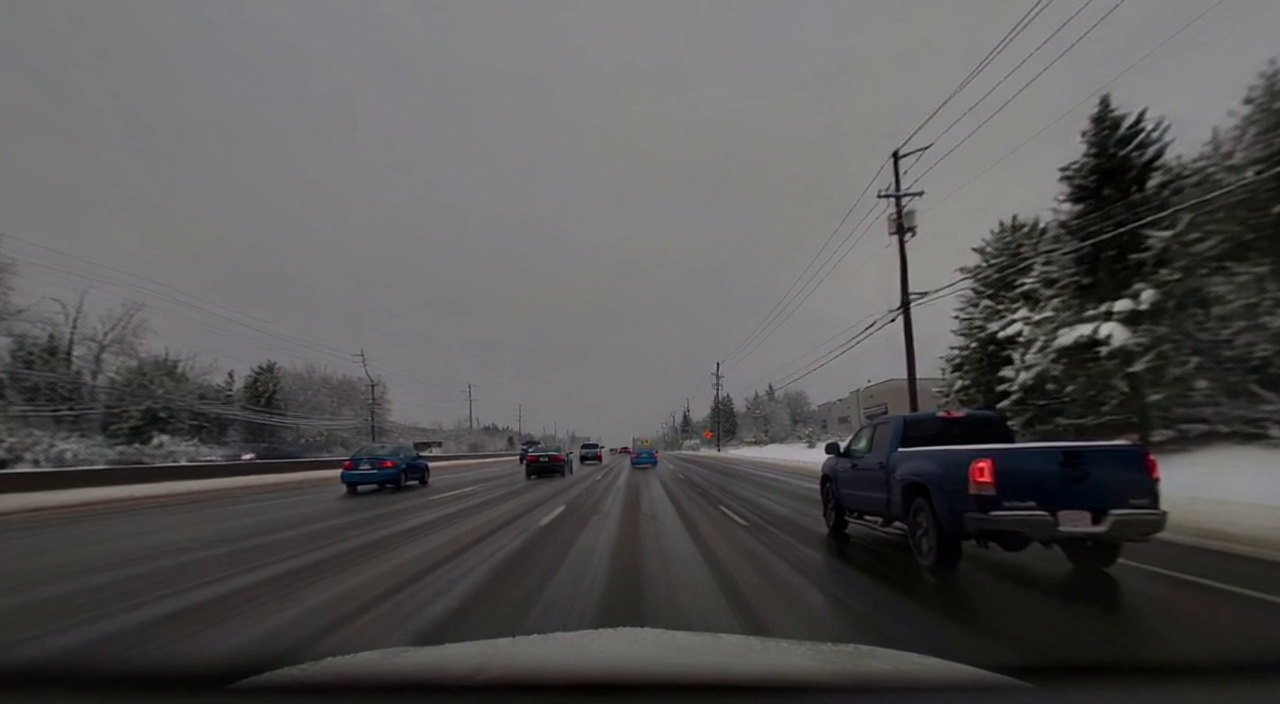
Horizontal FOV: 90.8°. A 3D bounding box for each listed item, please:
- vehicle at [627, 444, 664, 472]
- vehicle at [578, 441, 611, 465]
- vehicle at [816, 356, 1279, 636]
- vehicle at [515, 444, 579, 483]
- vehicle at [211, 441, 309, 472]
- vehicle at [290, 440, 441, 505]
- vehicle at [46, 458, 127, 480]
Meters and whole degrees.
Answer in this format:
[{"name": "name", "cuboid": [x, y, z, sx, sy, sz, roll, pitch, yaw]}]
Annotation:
[{"name": "vehicle", "cuboid": [0.300, 6.014, 36.049, 2.030, 1.471, 4.115, 0, -9, 0]}, {"name": "vehicle", "cuboid": [-3.438, 7.732, 48.453, 2.244, 1.752, 4.439, 0, -9, 0]}, {"name": "vehicle", "cuboid": [3.865, 1.365, 6.974, 2.231, 1.919, 5.086, 0, -9, -2]}, {"name": "vehicle", "cuboid": [-3.680, 4.484, 25.675, 1.938, 1.444, 4.206, 0, -9, 0]}, {"name": "vehicle", "cuboid": [-22.792, 6.307, 38.294, 2.148, 1.720, 6.182, 0, -9, 0]}, {"name": "vehicle", "cuboid": [-7.095, 3.144, 16.998, 1.959, 1.496, 4.740, 0, -9, 0]}, {"name": "vehicle", "cuboid": [-42.143, 8.932, 48.284, 1.836, 1.503, 4.782, 0, -9, 0]}]
